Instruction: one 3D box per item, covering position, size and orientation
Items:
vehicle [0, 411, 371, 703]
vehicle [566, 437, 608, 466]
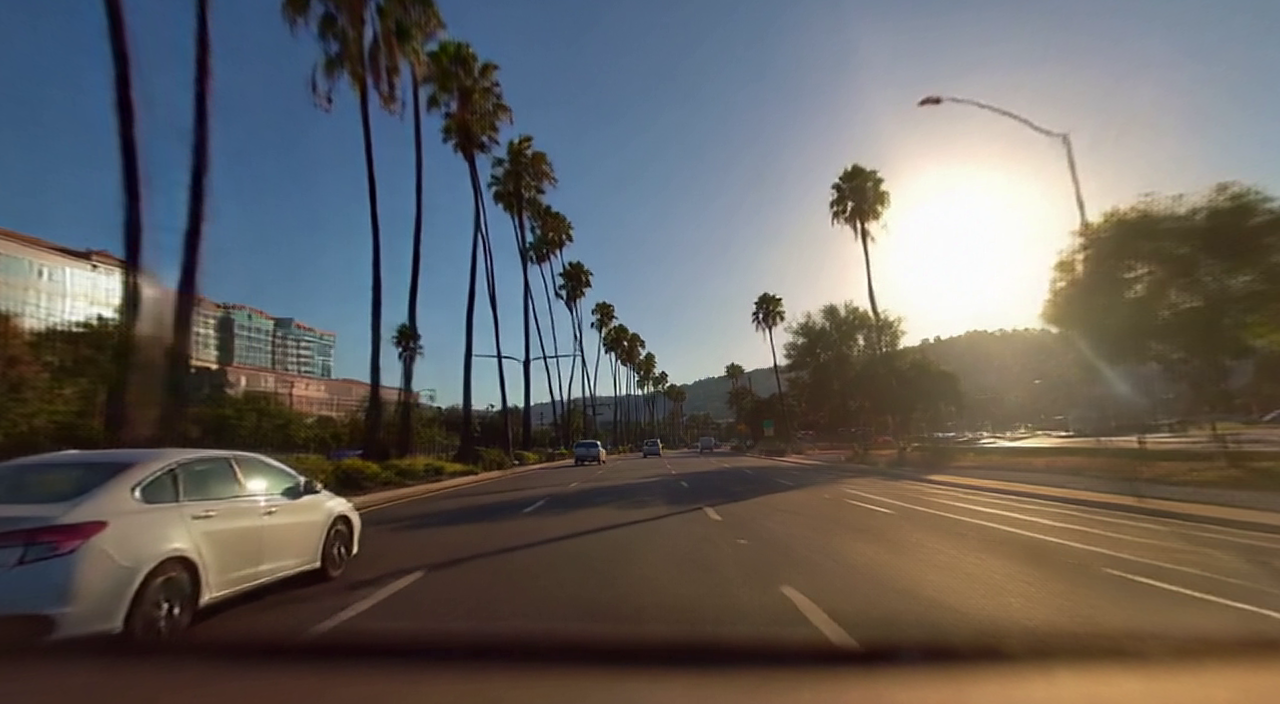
[{"bbox_3d":[-3.802,1.190,3.986,2.036,1.478,4.771,0,-8,0],"label":"vehicle"},{"bbox_3d":[-3.462,6.640,42.080,2.188,1.819,4.667,-1,-8,3],"label":"vehicle"}]
